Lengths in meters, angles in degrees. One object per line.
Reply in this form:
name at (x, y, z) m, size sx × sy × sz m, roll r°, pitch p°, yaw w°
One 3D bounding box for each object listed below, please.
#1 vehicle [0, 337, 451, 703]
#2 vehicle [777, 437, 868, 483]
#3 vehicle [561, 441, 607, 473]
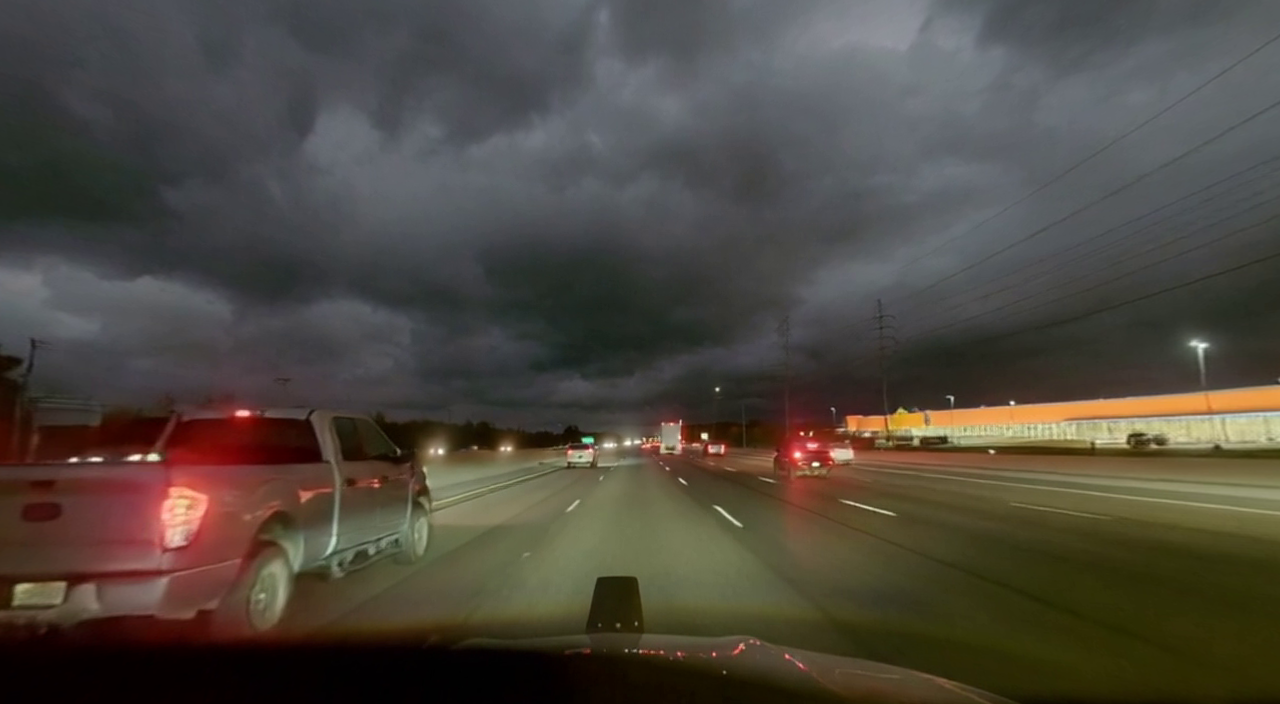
vehicle at (-3.349, 1.163, 5.060) m, size 2.130 × 1.799 × 4.583 m, roll 0°, pitch -9°, yaw 1°
vehicle at (6.559, 3.932, 23.176) m, size 1.980 × 1.501 × 4.433 m, roll 0°, pitch -8°, yaw -1°
vehicle at (-2.782, 5.310, 32.006) m, size 1.929 × 1.521 × 4.097 m, roll 0°, pitch -9°, yaw 0°
